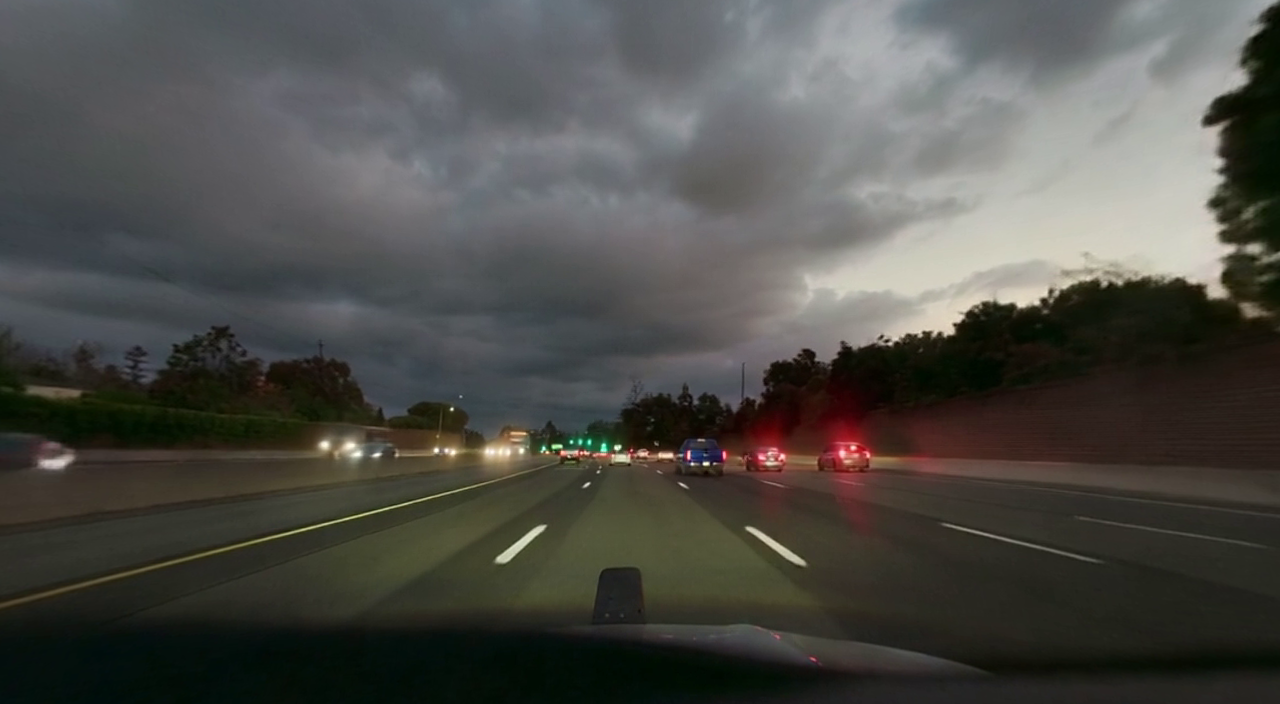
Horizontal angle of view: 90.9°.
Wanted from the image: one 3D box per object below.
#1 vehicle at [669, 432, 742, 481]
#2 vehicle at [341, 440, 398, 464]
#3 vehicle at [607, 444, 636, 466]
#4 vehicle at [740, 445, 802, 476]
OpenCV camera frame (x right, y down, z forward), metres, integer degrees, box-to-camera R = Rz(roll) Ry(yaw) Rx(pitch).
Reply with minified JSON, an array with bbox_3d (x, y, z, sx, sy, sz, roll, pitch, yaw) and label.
[{"bbox_3d":[2.774,4.627,28.249,2.374,1.952,5.431,0,-8,-3],"label":"vehicle"},{"bbox_3d":[-18.965,7.010,44.443,2.107,1.561,4.736,0,-8,-3],"label":"vehicle"},{"bbox_3d":[-1.476,7.862,48.242,2.050,1.607,3.821,0,-8,-4],"label":"vehicle"},{"bbox_3d":[6.860,5.706,33.569,1.976,1.485,4.925,0,-8,-4],"label":"vehicle"}]
